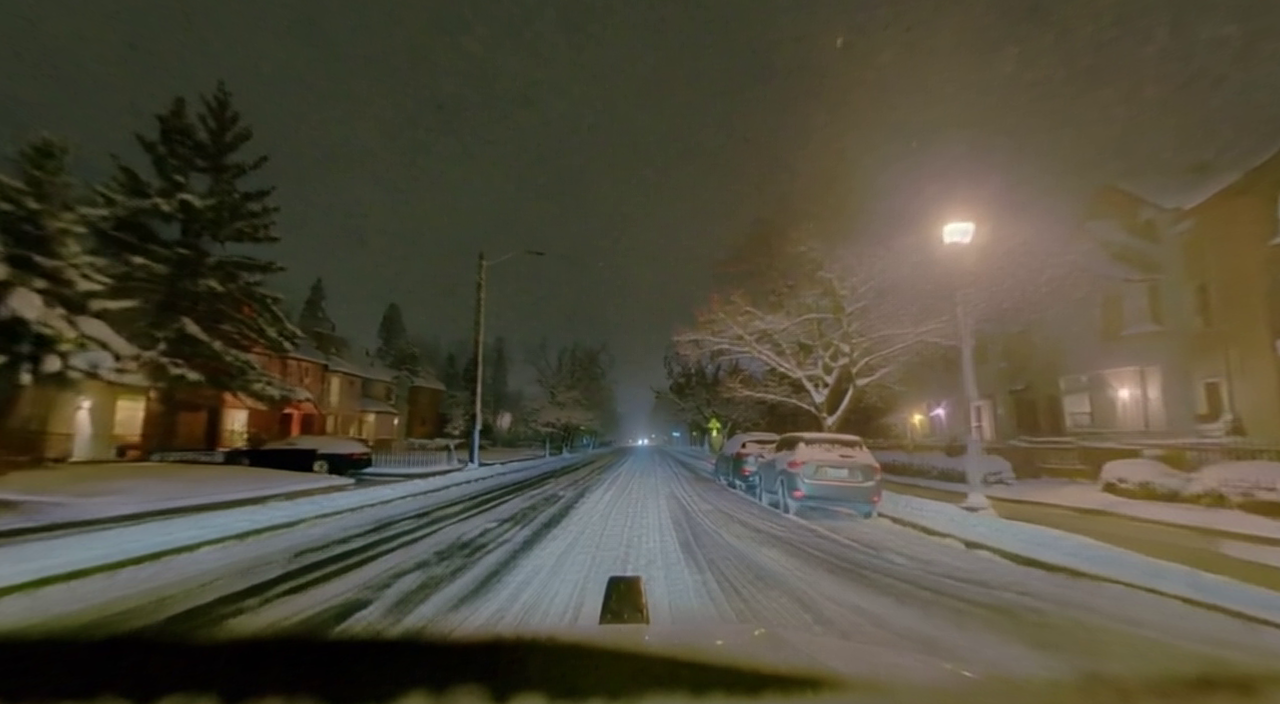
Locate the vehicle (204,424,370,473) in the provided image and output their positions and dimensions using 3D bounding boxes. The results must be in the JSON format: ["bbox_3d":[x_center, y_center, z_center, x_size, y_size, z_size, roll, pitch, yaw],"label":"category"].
[{"bbox_3d":[-12.695,3.476,22.851,4.906,1.564,1.988,1,-8,6],"label":"vehicle"}]

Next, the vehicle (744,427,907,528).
[{"bbox_3d":[3.655,2.555,13.482,2.046,1.760,4.570,0,-8,0],"label":"vehicle"}]
